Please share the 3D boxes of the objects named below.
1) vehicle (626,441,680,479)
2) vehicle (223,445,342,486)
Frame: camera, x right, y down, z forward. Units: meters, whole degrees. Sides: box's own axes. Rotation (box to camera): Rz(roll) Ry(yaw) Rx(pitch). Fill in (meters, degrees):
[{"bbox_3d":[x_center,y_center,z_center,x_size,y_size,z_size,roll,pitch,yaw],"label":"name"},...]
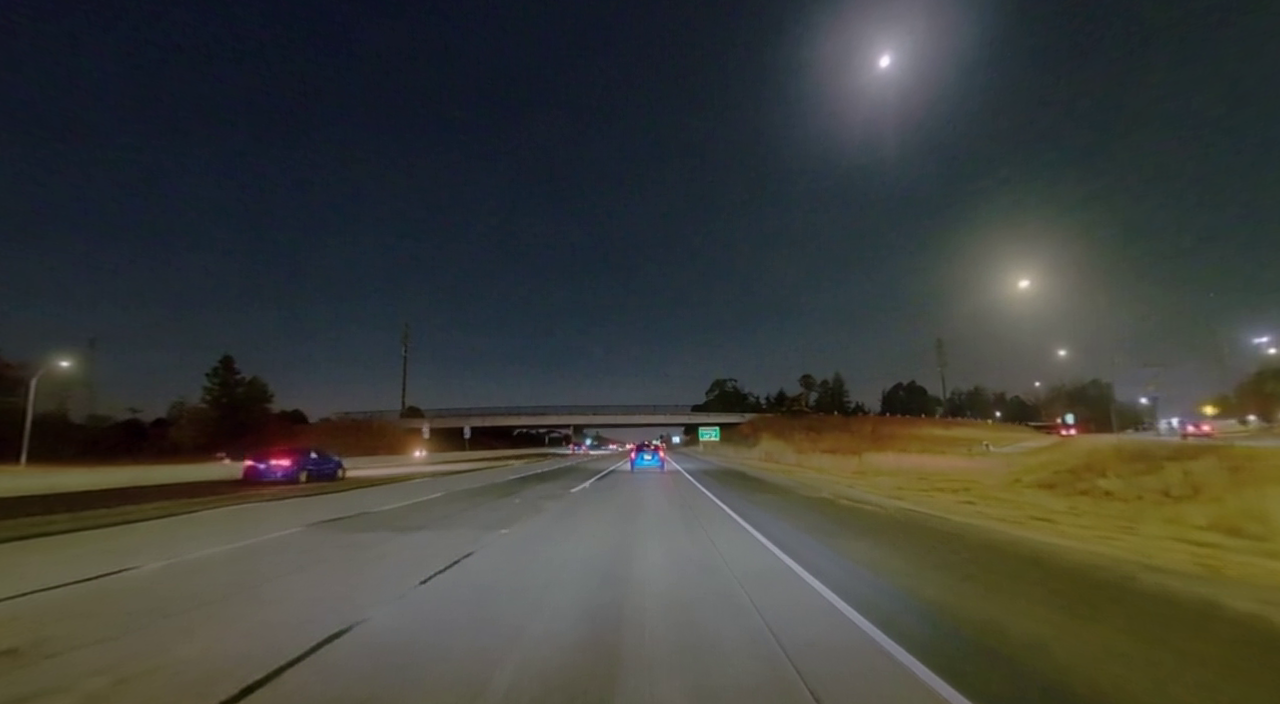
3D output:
[{"bbox_3d":[0.533,4.626,27.328,2.145,1.493,4.146,0,-9,0],"label":"vehicle"},{"bbox_3d":[-14.437,4.570,25.877,1.960,1.505,4.854,0,-9,2],"label":"vehicle"}]
